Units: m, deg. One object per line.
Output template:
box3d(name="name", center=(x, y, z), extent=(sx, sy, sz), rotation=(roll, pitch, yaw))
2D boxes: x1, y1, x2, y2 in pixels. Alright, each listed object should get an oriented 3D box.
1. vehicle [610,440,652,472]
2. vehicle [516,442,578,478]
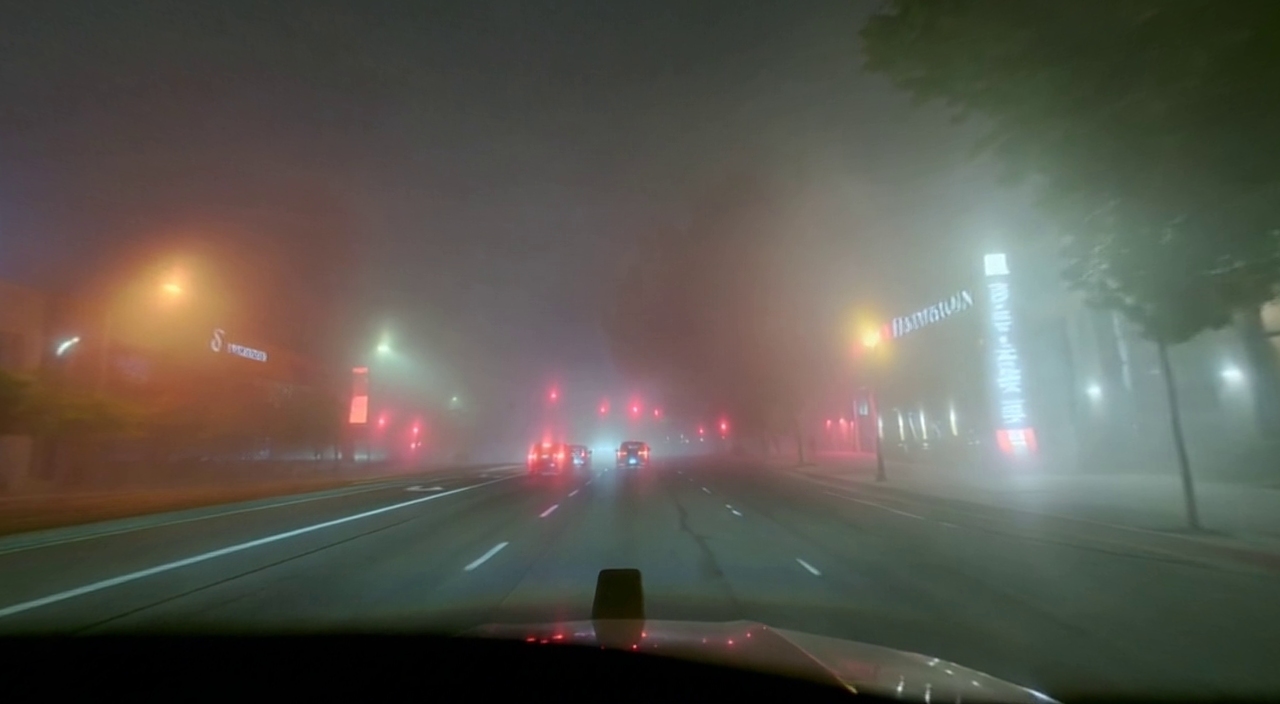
box3d(name="vehicle", center=(-0.414, 5.335, 32.627), extent=(2.042, 1.555, 3.912), rotation=(0, -9, 0))
box3d(name="vehicle", center=(-4.001, 4.732, 27.923), extent=(2.020, 1.457, 4.496), rotation=(0, -9, 1))
